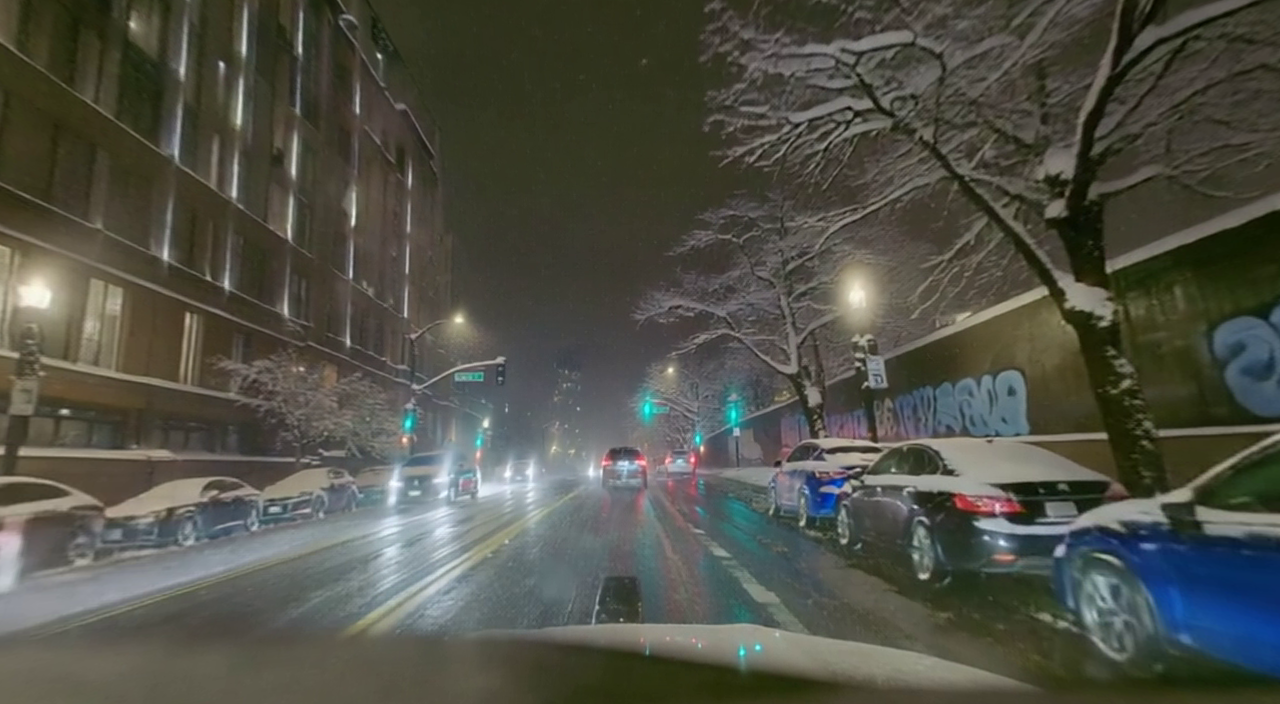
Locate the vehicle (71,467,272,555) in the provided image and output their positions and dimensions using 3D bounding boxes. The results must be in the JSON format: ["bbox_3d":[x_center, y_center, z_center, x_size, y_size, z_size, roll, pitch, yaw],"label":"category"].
[{"bbox_3d":[-11.034,3.713,15.370,1.741,1.506,4.370,-4,-8,-3],"label":"vehicle"}]

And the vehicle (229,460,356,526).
[{"bbox_3d":[-11.148,4.493,20.622,1.822,1.639,4.144,-5,-8,0],"label":"vehicle"}]

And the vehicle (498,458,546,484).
[{"bbox_3d":[-6.999,7.088,37.870,2.040,1.402,4.237,0,-9,0],"label":"vehicle"}]

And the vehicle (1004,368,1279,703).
[{"bbox_3d":[4.163,0.922,2.598,2.097,1.811,5.230,0,-8,-1],"label":"vehicle"}]

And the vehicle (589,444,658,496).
[{"bbox_3d":[-0.566,4.041,22.068,2.166,1.579,4.300,0,-8,-1],"label":"vehicle"}]

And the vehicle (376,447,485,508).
[{"bbox_3d":[-6.716,4.022,20.853,2.147,1.747,4.409,0,-8,-1],"label":"vehicle"}]

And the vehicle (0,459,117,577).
[{"bbox_3d":[-10.949,2.684,9.651,2.276,1.741,4.439,-6,-8,-2],"label":"vehicle"}]

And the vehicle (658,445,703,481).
[{"bbox_3d":[2.095,5.843,33.616,2.207,1.761,4.292,-1,-8,3],"label":"vehicle"}]
